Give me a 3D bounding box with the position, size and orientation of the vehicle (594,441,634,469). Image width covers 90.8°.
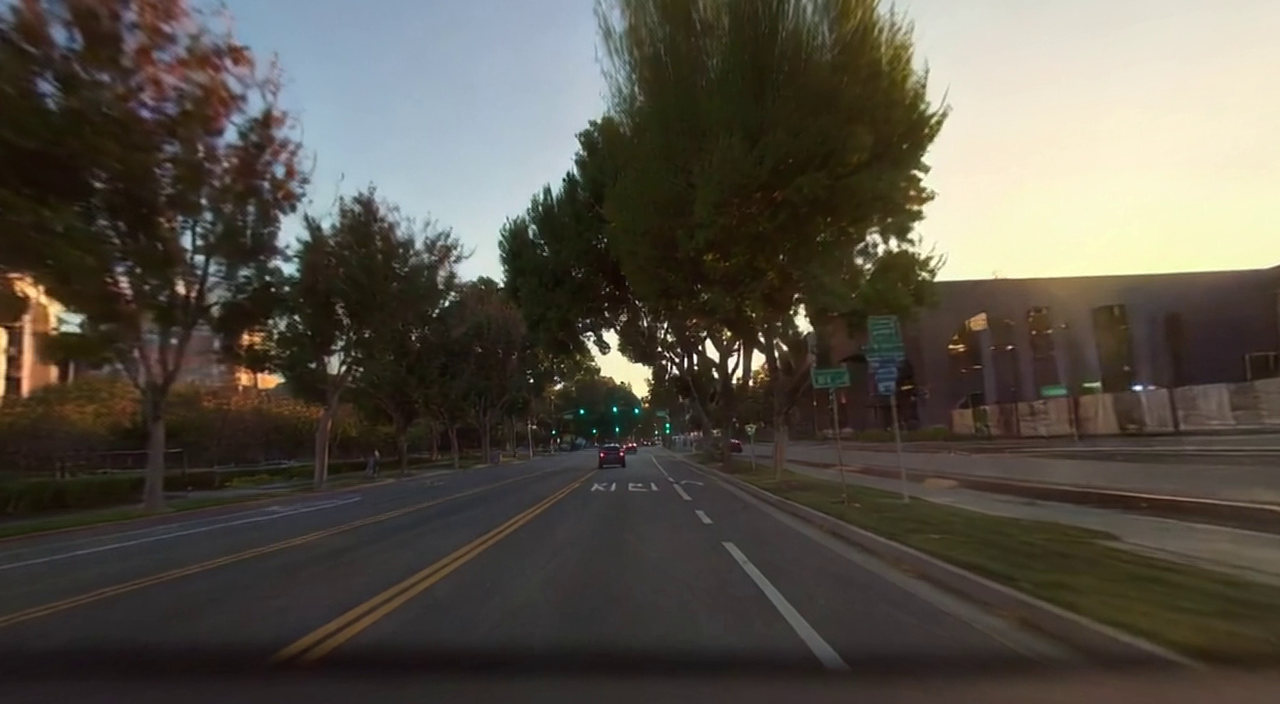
[{"bbox_3d":[-1.523,5.835,36.077,2.131,1.474,4.146,1,-8,-4],"label":"vehicle"}]
